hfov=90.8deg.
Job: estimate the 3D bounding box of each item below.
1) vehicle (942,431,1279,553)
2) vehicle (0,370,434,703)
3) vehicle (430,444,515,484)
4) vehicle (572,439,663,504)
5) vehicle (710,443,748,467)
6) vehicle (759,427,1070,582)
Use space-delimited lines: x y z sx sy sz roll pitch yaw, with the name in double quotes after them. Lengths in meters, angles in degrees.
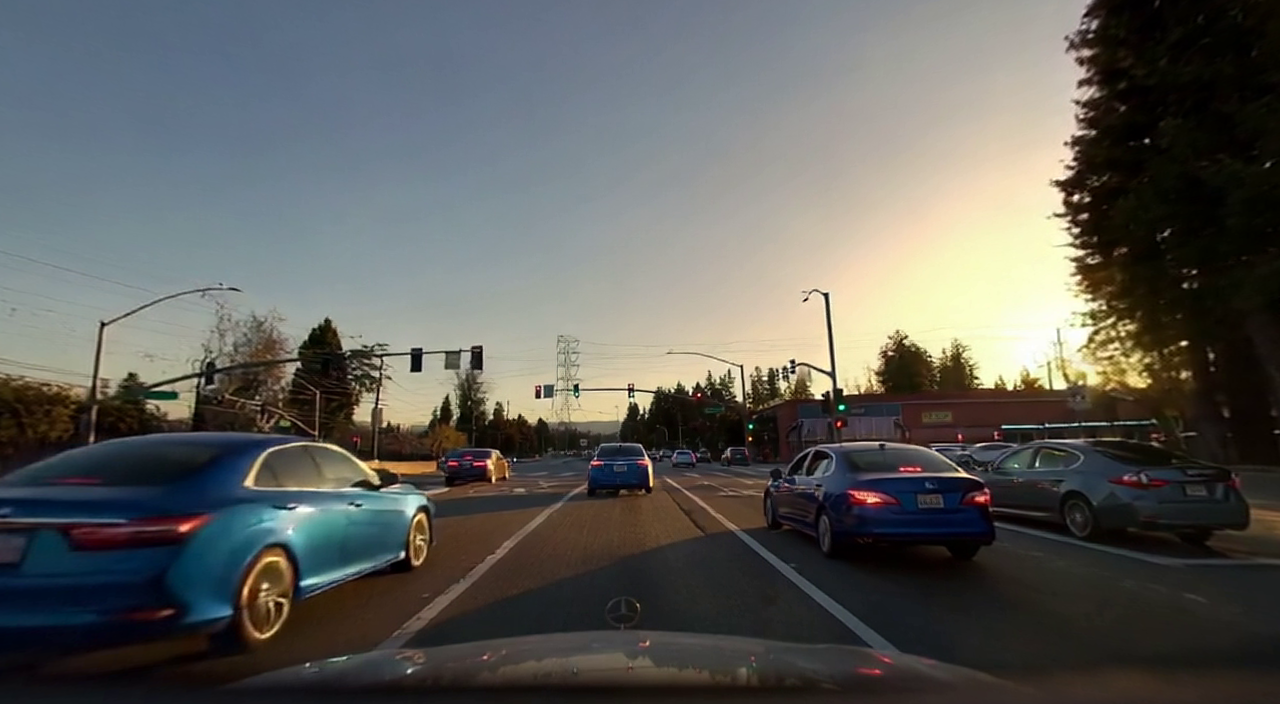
6.875 2.011 9.925 2.004 1.455 4.417 0 -8 -1 "vehicle"
-3.286 1.177 4.597 2.073 1.606 4.364 0 -8 0 "vehicle"
-6.800 4.586 26.322 2.032 1.448 5.500 0 -8 0 "vehicle"
-0.536 3.016 16.495 2.065 1.464 4.216 0 -8 0 "vehicle"
6.762 7.898 48.723 2.113 1.789 4.622 0 -8 -2 "vehicle"
3.121 1.808 8.479 2.053 1.490 4.464 0 -8 -2 "vehicle"
